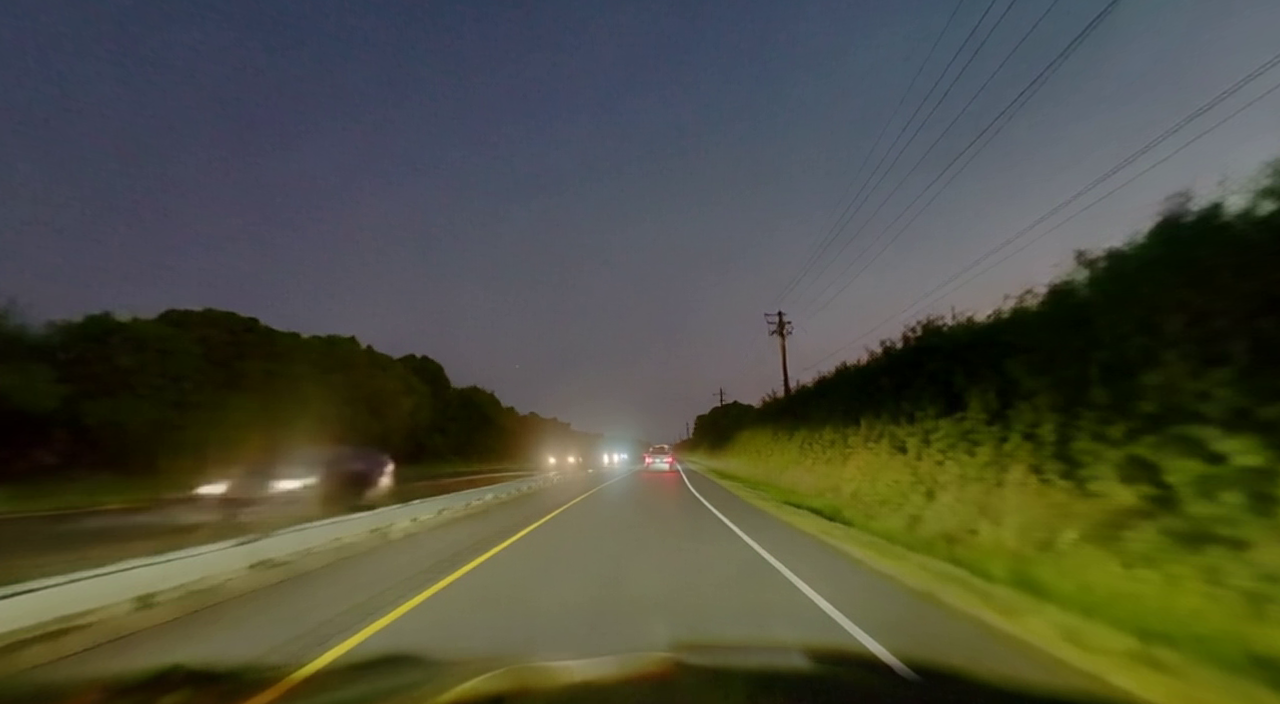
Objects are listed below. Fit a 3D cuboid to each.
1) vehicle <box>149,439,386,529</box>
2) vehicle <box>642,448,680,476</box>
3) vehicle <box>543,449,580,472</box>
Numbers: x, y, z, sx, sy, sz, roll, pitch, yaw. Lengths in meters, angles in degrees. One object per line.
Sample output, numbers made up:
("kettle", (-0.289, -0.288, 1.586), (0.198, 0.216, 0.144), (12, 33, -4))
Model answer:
("vehicle", (-7.146, 2.561, 12.784), (2.034, 1.492, 4.319), (-1, -9, 2))
("vehicle", (1.213, 6.303, 36.340), (2.080, 1.486, 3.813), (-1, -9, 2))
("vehicle", (-5.457, 7.586, 44.370), (1.900, 1.515, 4.379), (-1, -9, 3))
